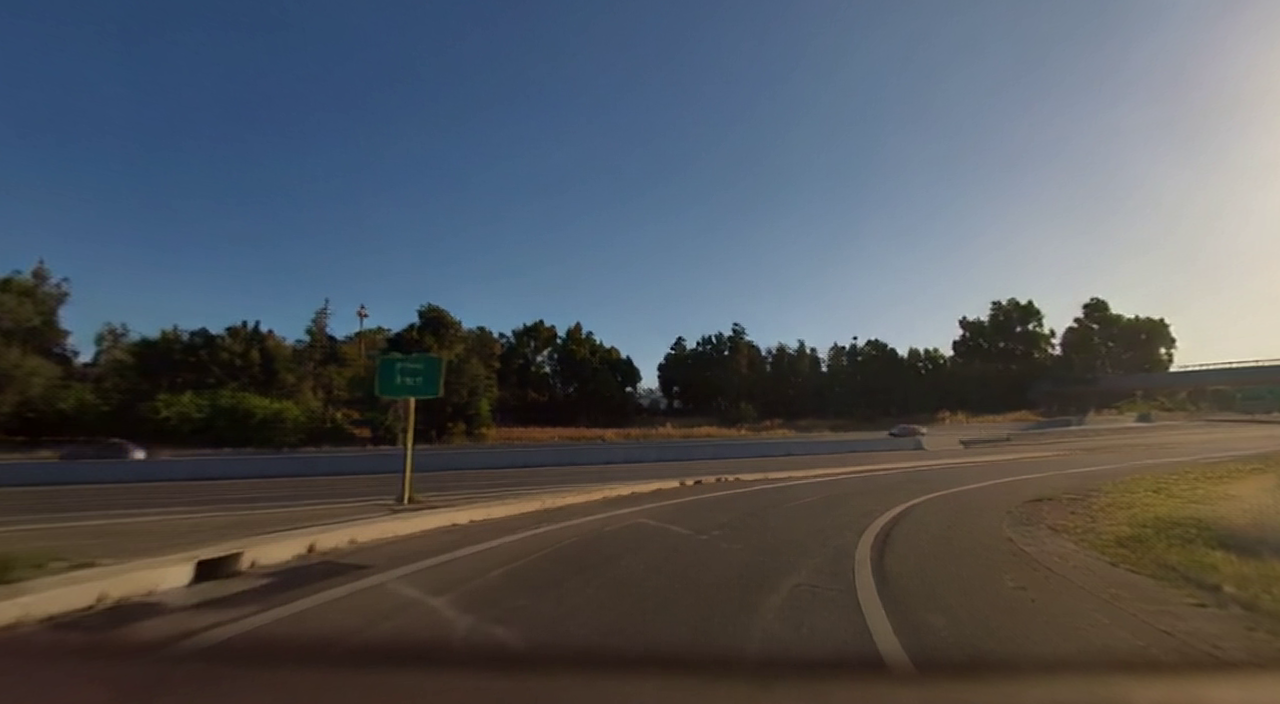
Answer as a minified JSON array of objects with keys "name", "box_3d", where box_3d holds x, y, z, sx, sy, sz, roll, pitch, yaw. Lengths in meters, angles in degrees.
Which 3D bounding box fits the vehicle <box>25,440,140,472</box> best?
[{"name":"vehicle","box_3d":[-26.564,4.963,30.221,3.706,1.442,1.743,4,-10,-29]}]
